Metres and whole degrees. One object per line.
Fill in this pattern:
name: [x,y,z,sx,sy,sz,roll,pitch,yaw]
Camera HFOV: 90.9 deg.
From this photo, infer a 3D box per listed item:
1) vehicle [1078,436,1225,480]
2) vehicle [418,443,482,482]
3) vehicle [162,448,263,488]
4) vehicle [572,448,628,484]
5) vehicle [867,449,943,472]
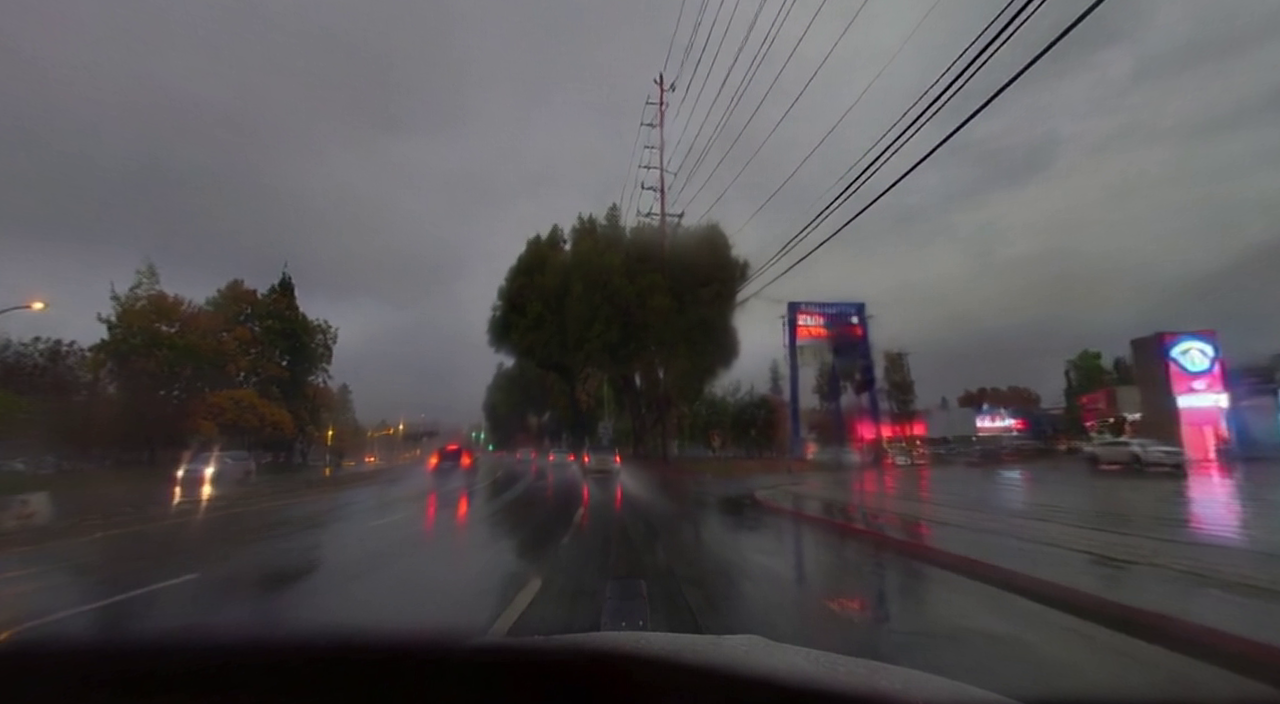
vehicle: [19.083,3.953,23.858,1.795,1.485,4.601,0,-9,2]
vehicle: [-9.146,5.320,30.705,2.195,1.752,4.515,1,-9,-7]
vehicle: [-23.065,6.220,34.384,2.258,1.960,5.783,1,-9,-10]
vehicle: [-1.894,5.049,28.298,2.130,1.476,4.453,1,-9,-8]
vehicle: [19.602,8.035,46.856,4.834,1.495,1.785,1,-9,3]
